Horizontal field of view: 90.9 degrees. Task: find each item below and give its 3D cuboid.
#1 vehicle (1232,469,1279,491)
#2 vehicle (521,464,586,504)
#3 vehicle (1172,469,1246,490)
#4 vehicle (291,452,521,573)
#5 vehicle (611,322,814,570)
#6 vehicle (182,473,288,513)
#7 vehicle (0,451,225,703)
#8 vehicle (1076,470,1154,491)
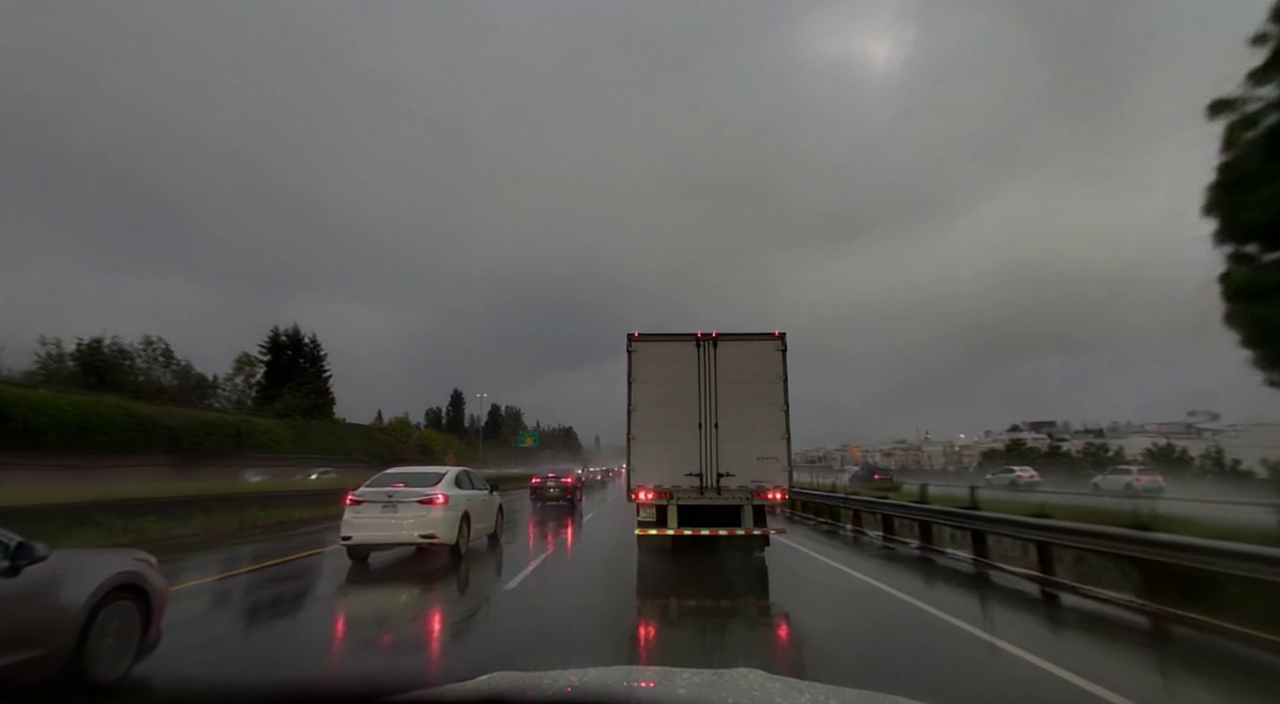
[{"bbox_3d":[49.265,10.024,49.329,4.681,1.572,1.862,3,-11,-15],"label":"vehicle"},{"bbox_3d":[-3.521,5.482,26.344,1.964,1.482,4.371,0,-11,2],"label":"vehicle"},{"bbox_3d":[43.210,9.708,47.879,3.974,1.485,1.709,1,-11,-4],"label":"vehicle"},{"bbox_3d":[-3.491,2.524,10.574,1.983,1.509,4.679,0,-11,1],"label":"vehicle"},{"bbox_3d":[1.121,2.086,13.399,2.831,3.529,8.689,0,-11,1],"label":"vehicle"},{"bbox_3d":[-17.420,6.064,27.372,1.844,1.500,3.914,0,-11,2],"label":"vehicle"},{"bbox_3d":[-4.232,1.066,2.480,2.043,1.391,4.515,0,-11,1],"label":"vehicle"},{"bbox_3d":[36.004,9.734,47.850,4.299,1.465,1.807,-1,-11,7],"label":"vehicle"}]
